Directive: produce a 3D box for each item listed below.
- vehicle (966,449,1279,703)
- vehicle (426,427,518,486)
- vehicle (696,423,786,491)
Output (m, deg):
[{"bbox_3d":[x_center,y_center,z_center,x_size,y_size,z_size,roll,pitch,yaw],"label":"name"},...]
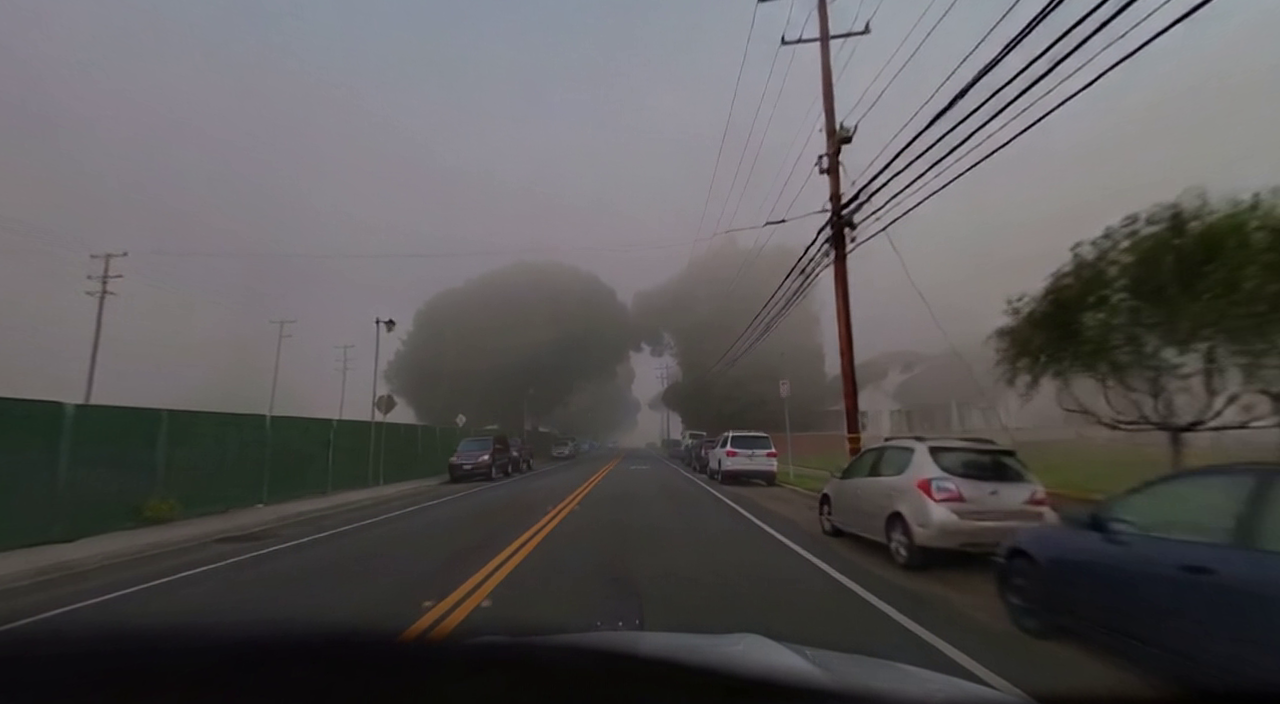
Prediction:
[{"bbox_3d":[3.596,1.141,2.874,1.984,1.342,4.066,0,-8,-1],"label":"vehicle"},{"bbox_3d":[-6.700,4.215,25.921,2.268,2.154,5.321,0,-8,0],"label":"vehicle"},{"bbox_3d":[3.277,3.560,21.722,2.053,2.005,5.495,0,-8,-1],"label":"vehicle"}]
